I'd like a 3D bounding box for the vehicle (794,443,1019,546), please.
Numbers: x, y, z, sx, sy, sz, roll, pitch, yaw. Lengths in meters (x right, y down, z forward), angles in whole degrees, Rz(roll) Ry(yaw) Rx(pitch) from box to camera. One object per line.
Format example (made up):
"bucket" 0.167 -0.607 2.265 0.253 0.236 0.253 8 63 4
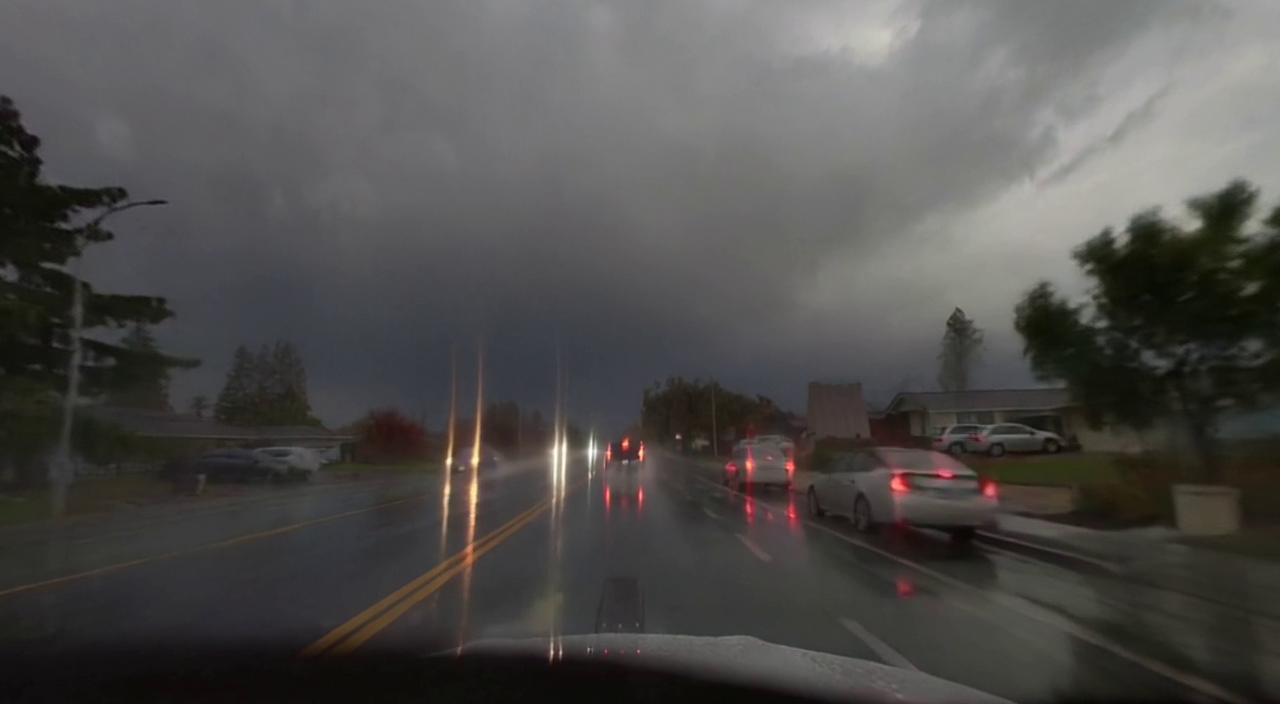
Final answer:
"vehicle" 4.472 2.439 11.608 1.963 1.469 4.709 0 -9 -2

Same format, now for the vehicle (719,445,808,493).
"vehicle" 4.212 4.074 22.484 2.001 1.480 5.022 0 -9 -2

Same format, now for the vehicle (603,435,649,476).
"vehicle" -0.700 5.269 32.425 2.153 1.942 4.767 0 -9 -1

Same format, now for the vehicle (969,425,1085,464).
"vehicle" 18.027 4.319 29.543 4.172 1.705 2.032 1 -9 -7

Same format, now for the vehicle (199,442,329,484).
"vehicle" -19.987 5.887 33.766 5.551 1.870 2.183 -2 -8 -2

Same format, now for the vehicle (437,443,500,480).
"vehicle" -8.863 5.676 33.059 1.999 1.806 4.479 0 -9 0
